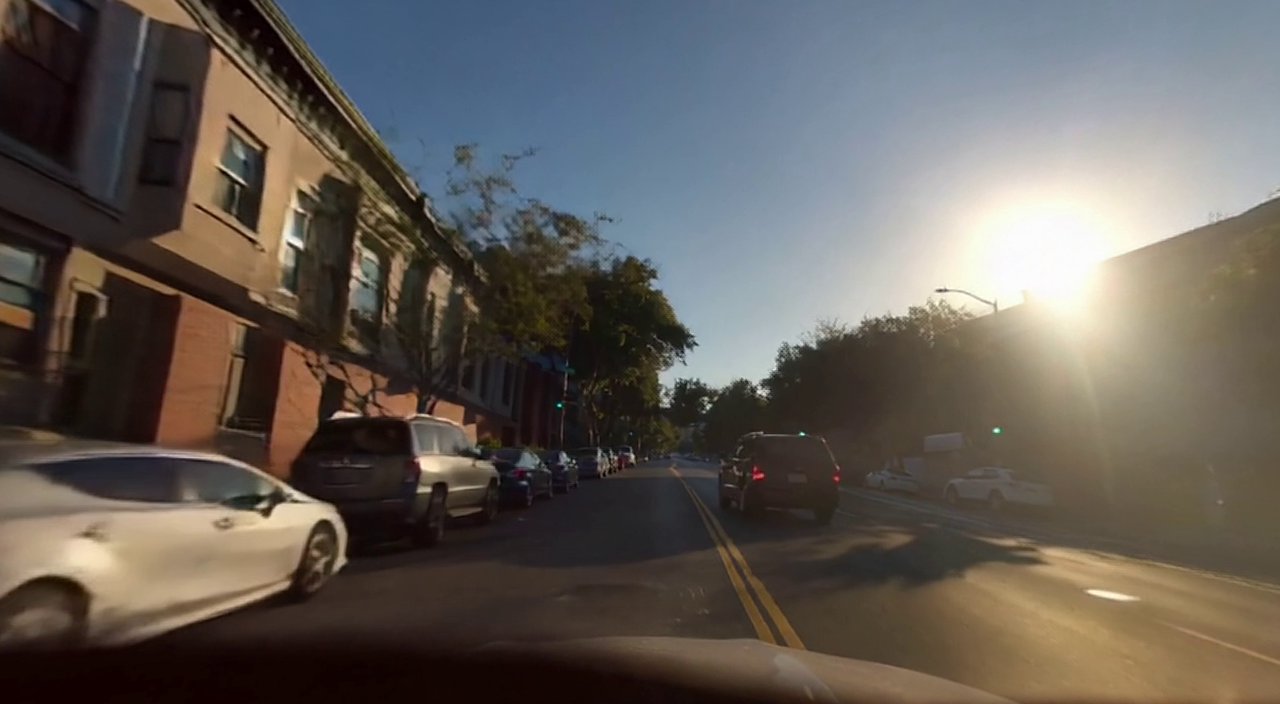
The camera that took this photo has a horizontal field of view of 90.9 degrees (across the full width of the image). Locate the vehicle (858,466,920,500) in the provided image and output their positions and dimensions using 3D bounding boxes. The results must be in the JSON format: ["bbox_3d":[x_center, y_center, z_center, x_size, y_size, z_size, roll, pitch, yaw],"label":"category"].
[{"bbox_3d":[14.730,7.735,37.474,1.866,1.554,4.393,4,-8,-1],"label":"vehicle"}]

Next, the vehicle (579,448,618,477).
[{"bbox_3d":[-2.231,6.115,35.218,1.842,1.497,4.238,0,-9,1],"label":"vehicle"}]

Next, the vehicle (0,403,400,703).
[{"bbox_3d":[-3.621,1.219,4.312,1.910,1.497,4.611,0,-9,3],"label":"vehicle"}]

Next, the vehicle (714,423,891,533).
[{"bbox_3d":[3.179,2.663,14.041,2.411,1.899,5.993,0,-9,1],"label":"vehicle"}]

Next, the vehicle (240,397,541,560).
[{"bbox_3d":[-3.280,1.833,9.875,2.171,1.816,5.274,-1,-9,5],"label":"vehicle"}]

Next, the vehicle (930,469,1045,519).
[{"bbox_3d":[14.193,5.798,26.140,2.189,1.753,4.376,3,-11,-1],"label":"vehicle"}]
